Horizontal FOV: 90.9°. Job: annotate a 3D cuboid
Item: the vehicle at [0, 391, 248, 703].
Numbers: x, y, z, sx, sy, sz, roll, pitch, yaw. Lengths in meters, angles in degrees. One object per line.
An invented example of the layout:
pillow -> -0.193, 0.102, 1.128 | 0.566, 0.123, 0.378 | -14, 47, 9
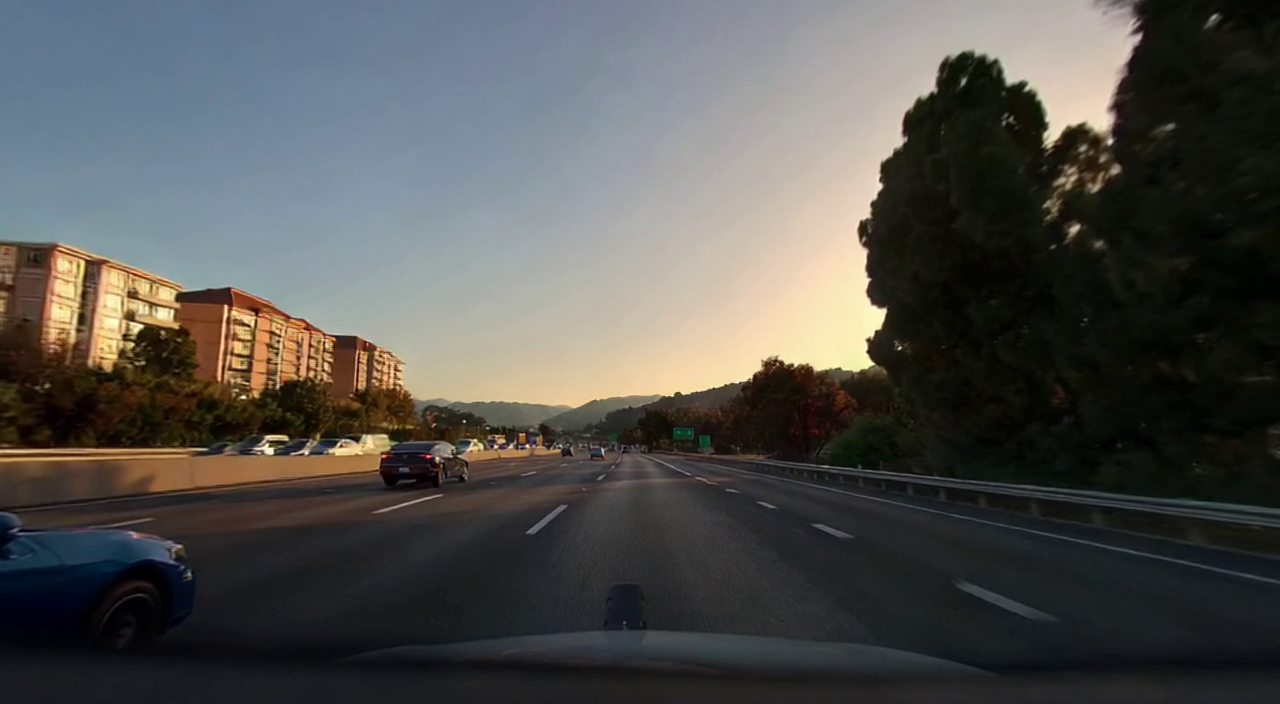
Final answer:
vehicle -> -3.716, 0.817, 1.652 | 2.144, 1.565, 4.951 | 0, -8, 1

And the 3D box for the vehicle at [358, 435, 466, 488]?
vehicle -> -7.803, 3.778, 22.113 | 2.118, 1.675, 4.395 | 0, -8, 0

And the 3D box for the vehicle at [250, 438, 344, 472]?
vehicle -> -17.006, 5.122, 31.594 | 1.904, 1.572, 4.918 | 0, -8, 0
